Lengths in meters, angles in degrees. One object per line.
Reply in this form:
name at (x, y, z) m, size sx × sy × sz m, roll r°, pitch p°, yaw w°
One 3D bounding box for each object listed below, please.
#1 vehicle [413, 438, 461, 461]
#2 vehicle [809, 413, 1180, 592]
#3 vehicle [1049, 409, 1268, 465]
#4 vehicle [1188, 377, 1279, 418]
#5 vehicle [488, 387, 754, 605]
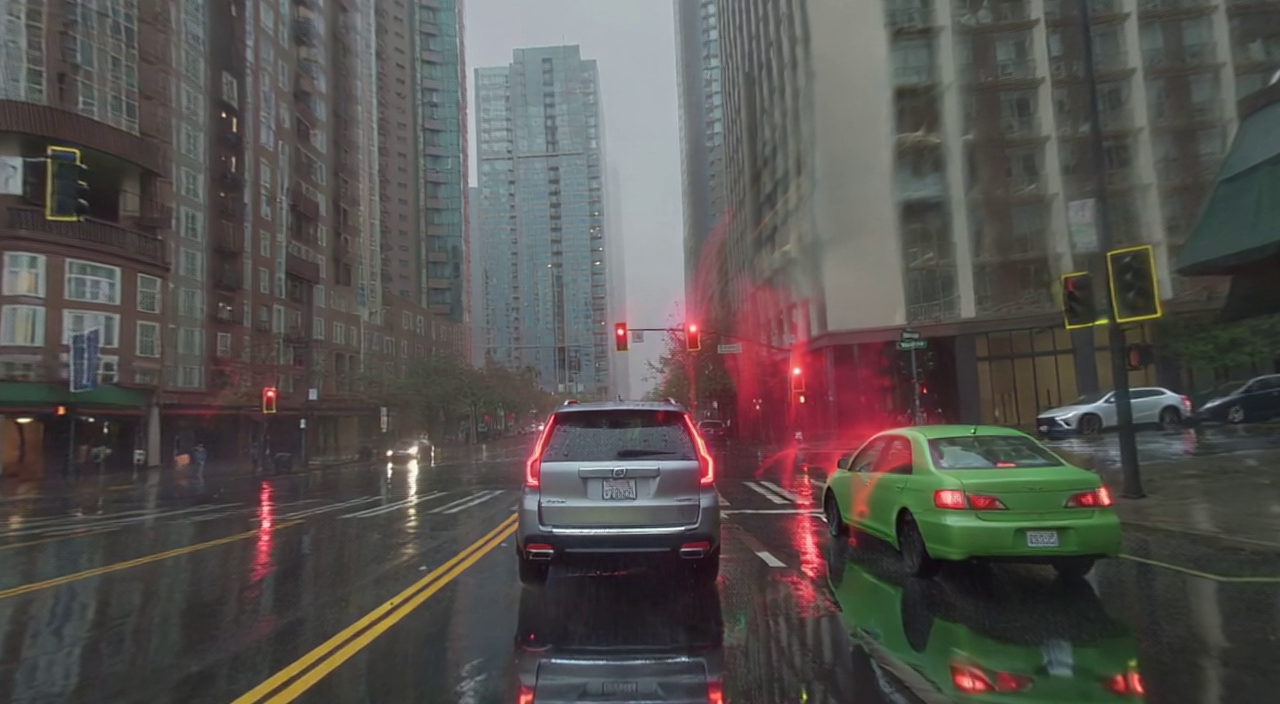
vehicle at (-15.943, 7.685, 49.851) m, size 2.132 × 1.710 × 4.504 m, roll 0°, pitch -8°, yaw 2°
vehicle at (3.699, 1.648, 7.816) m, size 1.987 × 1.538 × 4.510 m, roll 0°, pitch -8°, yaw 1°
vehicle at (14.273, 2.378, 17.612) m, size 4.354 × 1.466 × 1.863 m, roll -1°, pitch -8°, yaw 2°
vehicle at (26.569, 1.977, 27.168) m, size 4.287 × 1.639 × 1.729 m, roll 0°, pitch -8°, yaw 1°
vehicle at (-0.145, 1.483, 7.321) m, size 2.168 × 1.776 × 4.135 m, roll 0°, pitch -8°, yaw 0°
